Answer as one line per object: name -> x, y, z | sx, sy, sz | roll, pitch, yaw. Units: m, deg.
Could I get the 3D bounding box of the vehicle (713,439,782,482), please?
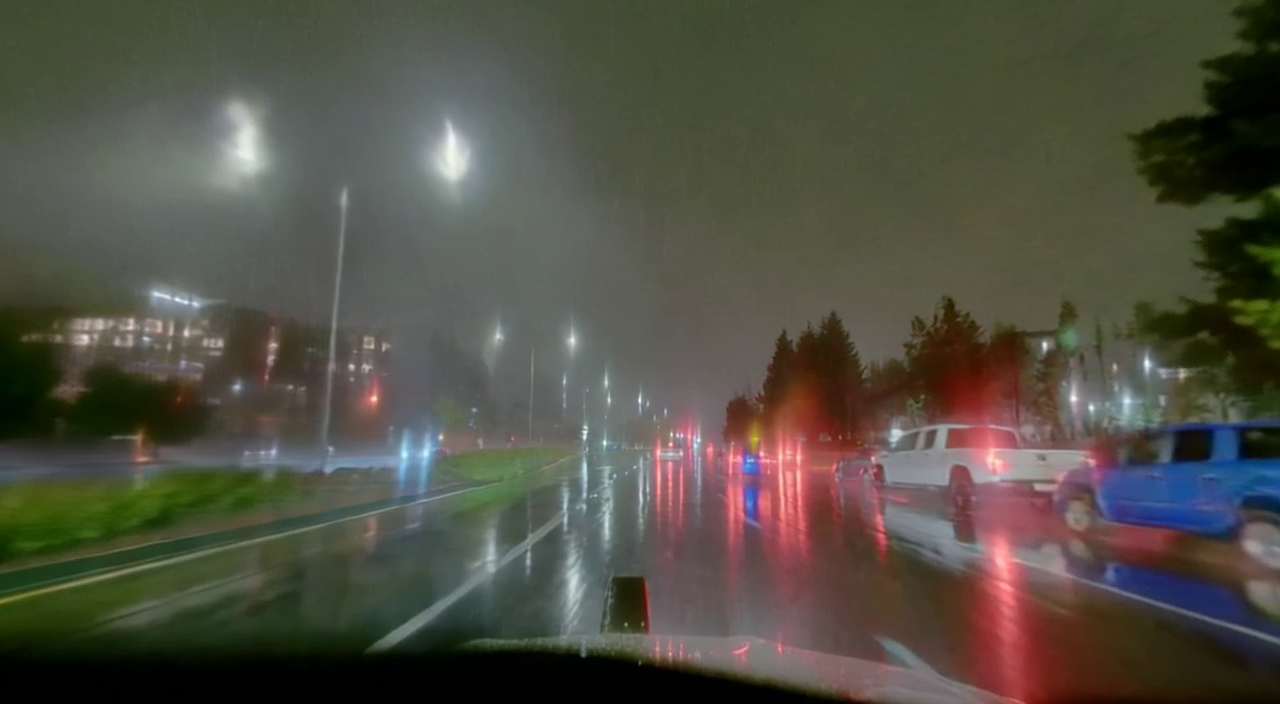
vehicle -> 4.128, 4.239, 24.900 | 1.981, 1.499, 4.536 | 0, -8, 1

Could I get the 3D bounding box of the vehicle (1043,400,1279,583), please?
vehicle -> 7.415, 1.565, 7.518 | 2.104, 1.801, 4.628 | 0, -8, 0

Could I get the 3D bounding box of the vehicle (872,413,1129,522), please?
vehicle -> 7.905, 2.636, 15.033 | 2.410, 1.997, 6.477 | 0, -8, 1
